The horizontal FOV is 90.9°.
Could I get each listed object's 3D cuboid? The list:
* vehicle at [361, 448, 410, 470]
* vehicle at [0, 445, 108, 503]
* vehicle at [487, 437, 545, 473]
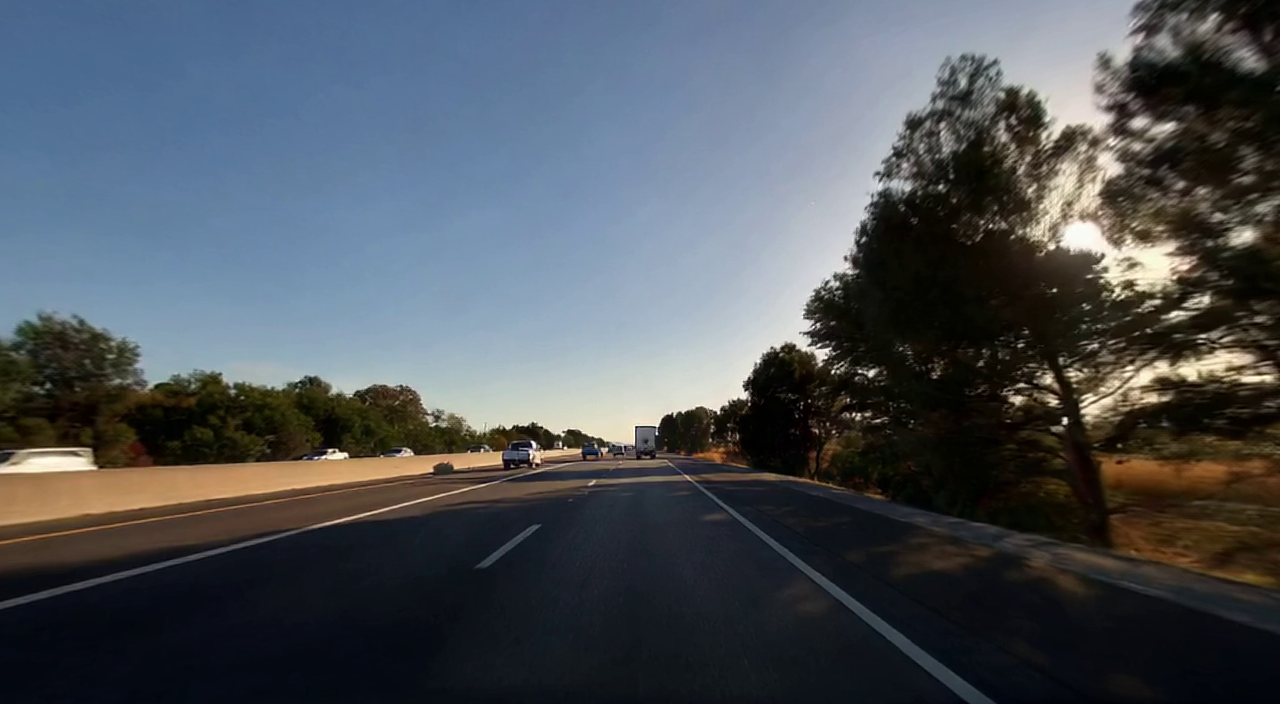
[{"bbox_3d":[-19.578,8.205,48.684,1.872,1.585,4.416,0,-8,1],"label":"vehicle"},{"bbox_3d":[-20.568,3.916,20.534,2.106,1.734,4.955,0,-8,0],"label":"vehicle"},{"bbox_3d":[-6.953,5.838,35.926,2.193,1.866,4.807,0,-8,2],"label":"vehicle"}]
